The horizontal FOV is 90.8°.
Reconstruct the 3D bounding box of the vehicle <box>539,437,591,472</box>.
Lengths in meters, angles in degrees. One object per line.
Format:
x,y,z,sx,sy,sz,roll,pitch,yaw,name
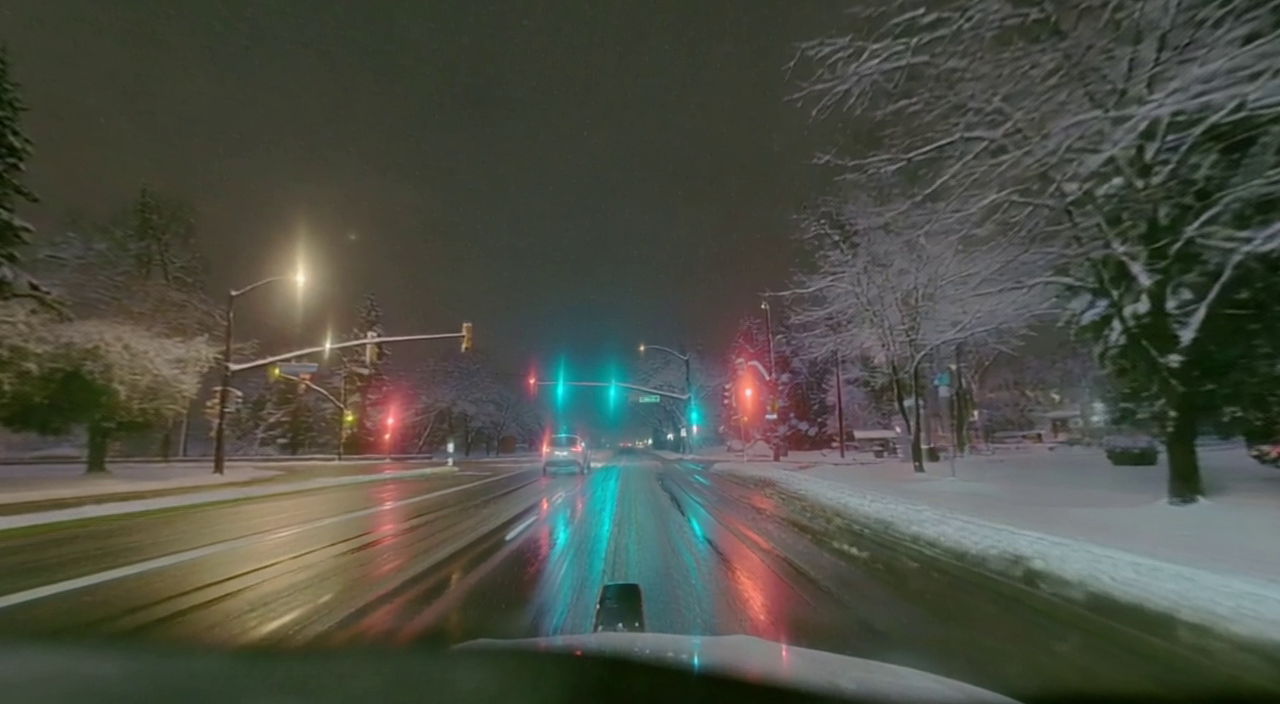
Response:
-3.604,5.041,31.332,2.076,1.599,4.483,0,-9,-1,vehicle
